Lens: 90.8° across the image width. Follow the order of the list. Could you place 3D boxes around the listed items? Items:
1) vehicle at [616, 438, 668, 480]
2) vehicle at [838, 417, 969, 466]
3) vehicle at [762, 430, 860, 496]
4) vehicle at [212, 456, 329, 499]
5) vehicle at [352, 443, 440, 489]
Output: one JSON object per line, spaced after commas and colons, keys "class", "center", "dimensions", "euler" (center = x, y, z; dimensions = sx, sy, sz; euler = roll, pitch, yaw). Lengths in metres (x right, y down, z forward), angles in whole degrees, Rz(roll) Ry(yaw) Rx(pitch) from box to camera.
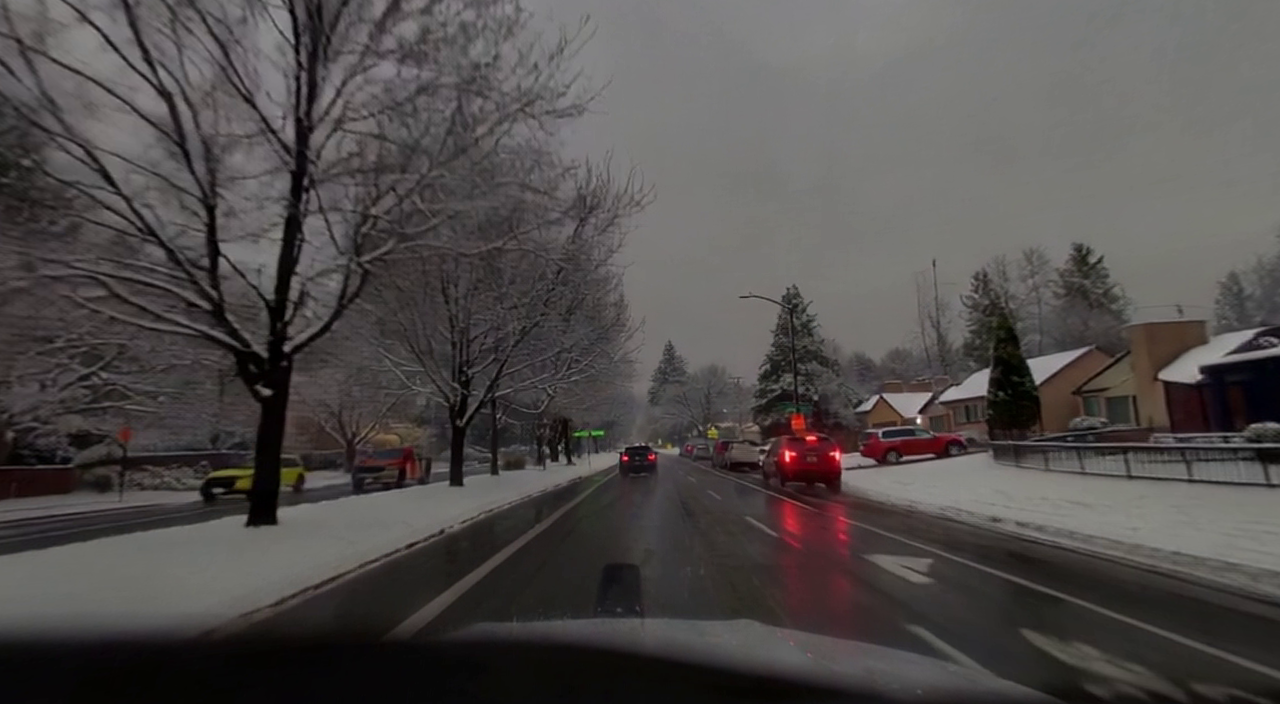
{"class": "vehicle", "center": [0.112, 4.578, 27.374], "dimensions": [2.106, 1.655, 3.717], "euler": [0, -8, 1]}
{"class": "vehicle", "center": [11.921, 4.119, 28.862], "dimensions": [4.919, 1.886, 2.086], "euler": [-3, -10, 2]}
{"class": "vehicle", "center": [5.122, 3.367, 19.656], "dimensions": [2.045, 1.776, 4.851], "euler": [0, -8, 5]}
{"class": "vehicle", "center": [-14.365, 4.871, 24.926], "dimensions": [1.840, 1.450, 4.521], "euler": [0, -8, 1]}
{"class": "vehicle", "center": [-10.288, 4.801, 27.041], "dimensions": [2.028, 1.759, 4.360], "euler": [0, -8, 0]}
